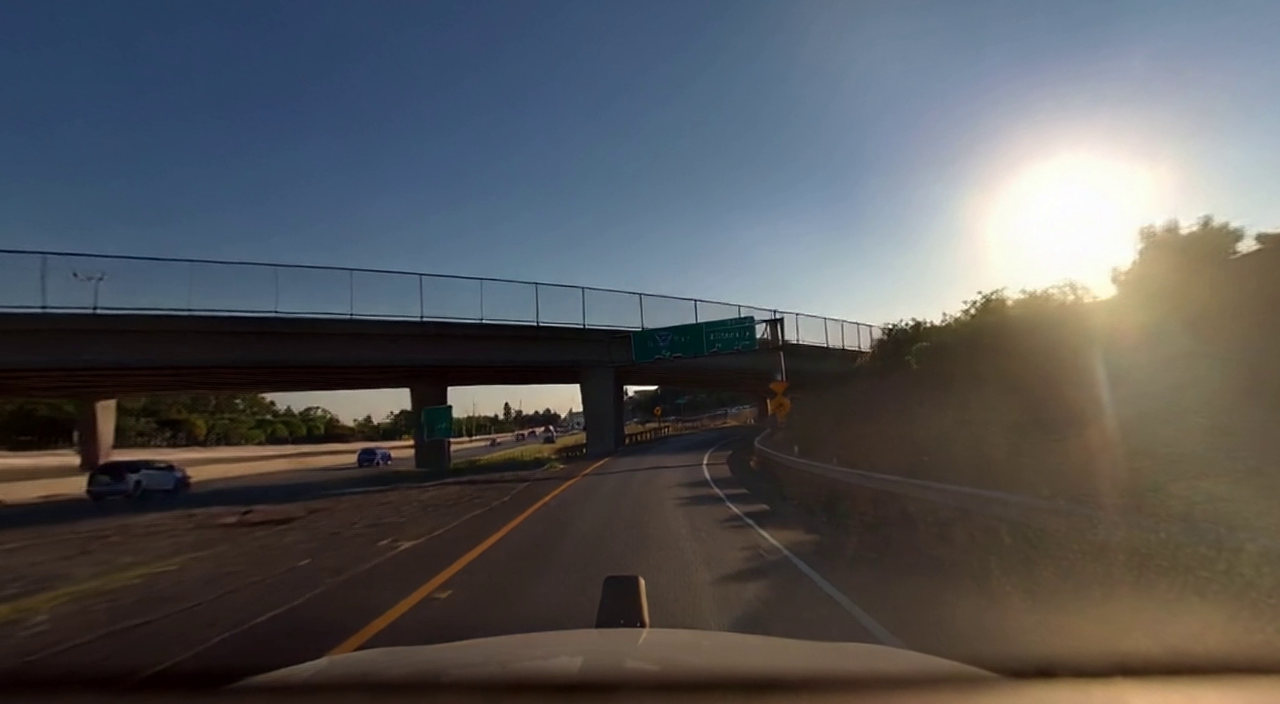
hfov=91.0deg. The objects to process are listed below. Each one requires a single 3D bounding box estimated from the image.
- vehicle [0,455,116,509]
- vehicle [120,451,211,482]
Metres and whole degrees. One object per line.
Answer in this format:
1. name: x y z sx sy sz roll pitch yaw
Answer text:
1. vehicle: -20.691 4.320 21.370 2.045 1.513 4.795 1 -8 -6
2. vehicle: -30.018 7.241 40.072 2.209 1.778 5.108 1 -8 -6
